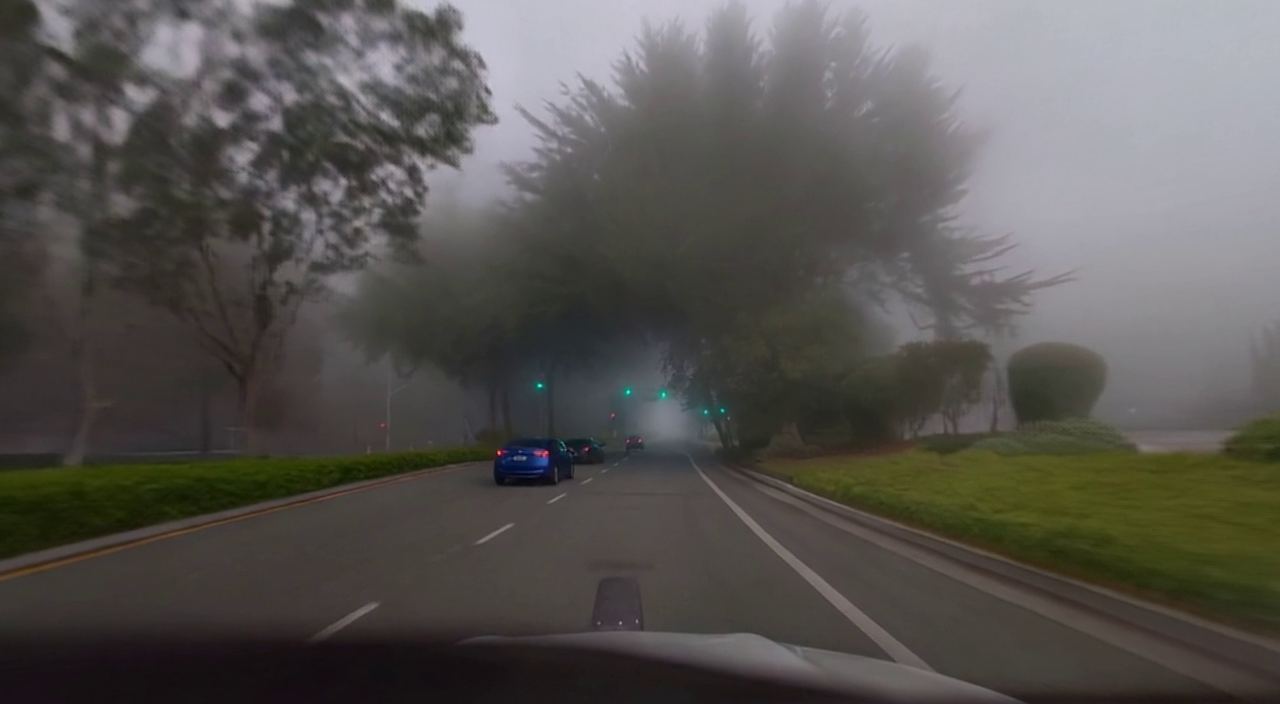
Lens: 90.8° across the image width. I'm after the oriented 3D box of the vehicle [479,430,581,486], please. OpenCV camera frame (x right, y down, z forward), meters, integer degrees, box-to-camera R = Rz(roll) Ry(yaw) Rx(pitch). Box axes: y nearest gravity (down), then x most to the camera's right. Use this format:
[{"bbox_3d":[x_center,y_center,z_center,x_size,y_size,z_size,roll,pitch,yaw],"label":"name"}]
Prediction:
[{"bbox_3d":[-3.125,3.144,19.086,2.038,1.486,4.678,-1,-8,3],"label":"vehicle"}]
